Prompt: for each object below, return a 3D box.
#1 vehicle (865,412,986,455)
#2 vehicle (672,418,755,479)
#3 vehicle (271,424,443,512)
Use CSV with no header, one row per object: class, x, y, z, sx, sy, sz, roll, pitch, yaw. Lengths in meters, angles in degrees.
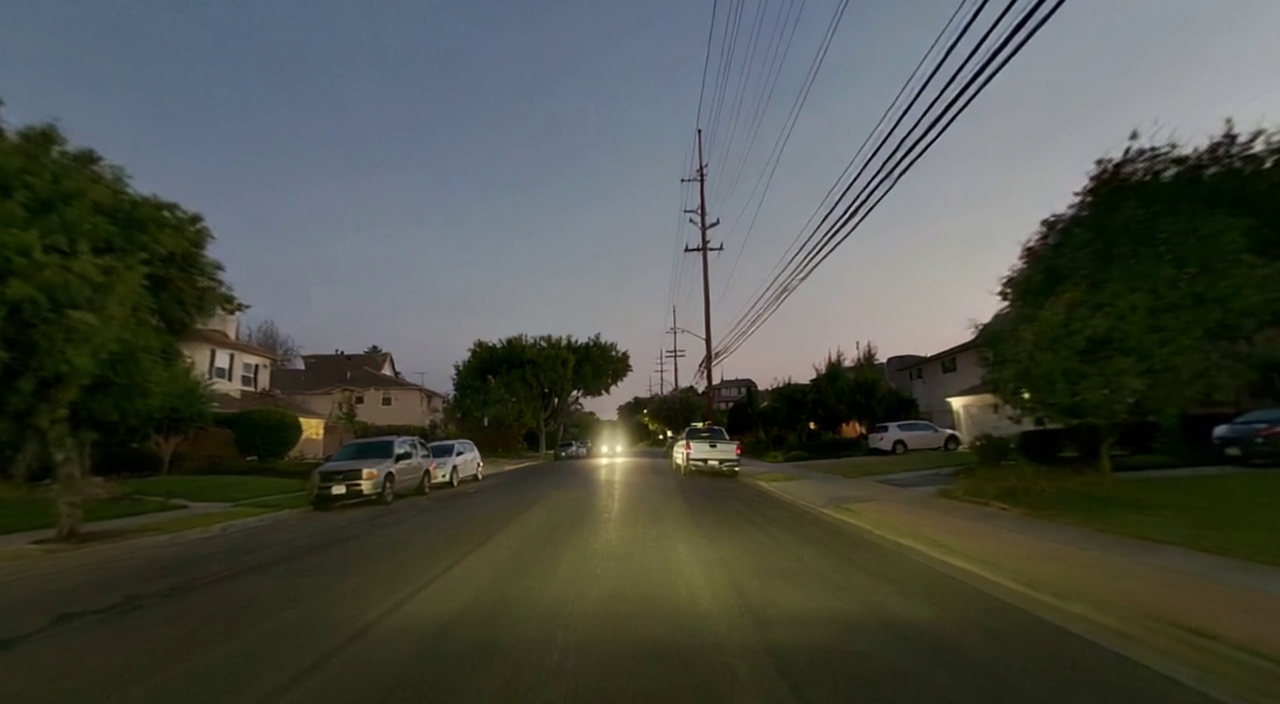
vehicle,13.815,3.973,30.822,4.778,1.903,2.205,-1,-8,-1
vehicle,2.581,3.647,24.130,2.437,2.015,6.511,0,-8,0
vehicle,-7.091,2.928,16.572,2.252,1.944,4.714,0,-8,1
